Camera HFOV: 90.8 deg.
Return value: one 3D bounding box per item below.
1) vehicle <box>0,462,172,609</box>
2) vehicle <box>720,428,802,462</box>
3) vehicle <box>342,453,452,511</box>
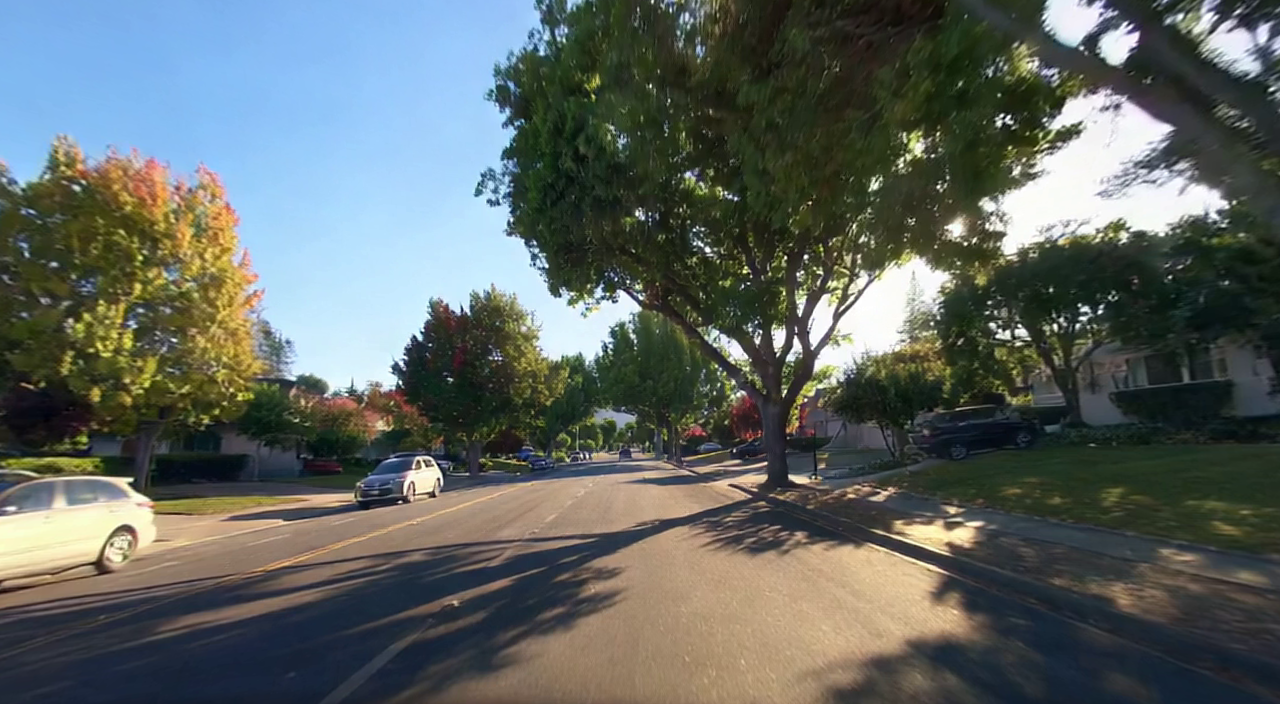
[{"bbox_3d":[-7.589,2.018,6.729,1.899,1.467,4.466,-5,-9,-1],"label":"vehicle"},{"bbox_3d":[8.451,6.542,44.362,5.221,1.958,1.992,-4,-9,-1],"label":"vehicle"},{"bbox_3d":[-7.848,4.187,20.855,1.919,1.492,4.547,-5,-9,-2],"label":"vehicle"}]
